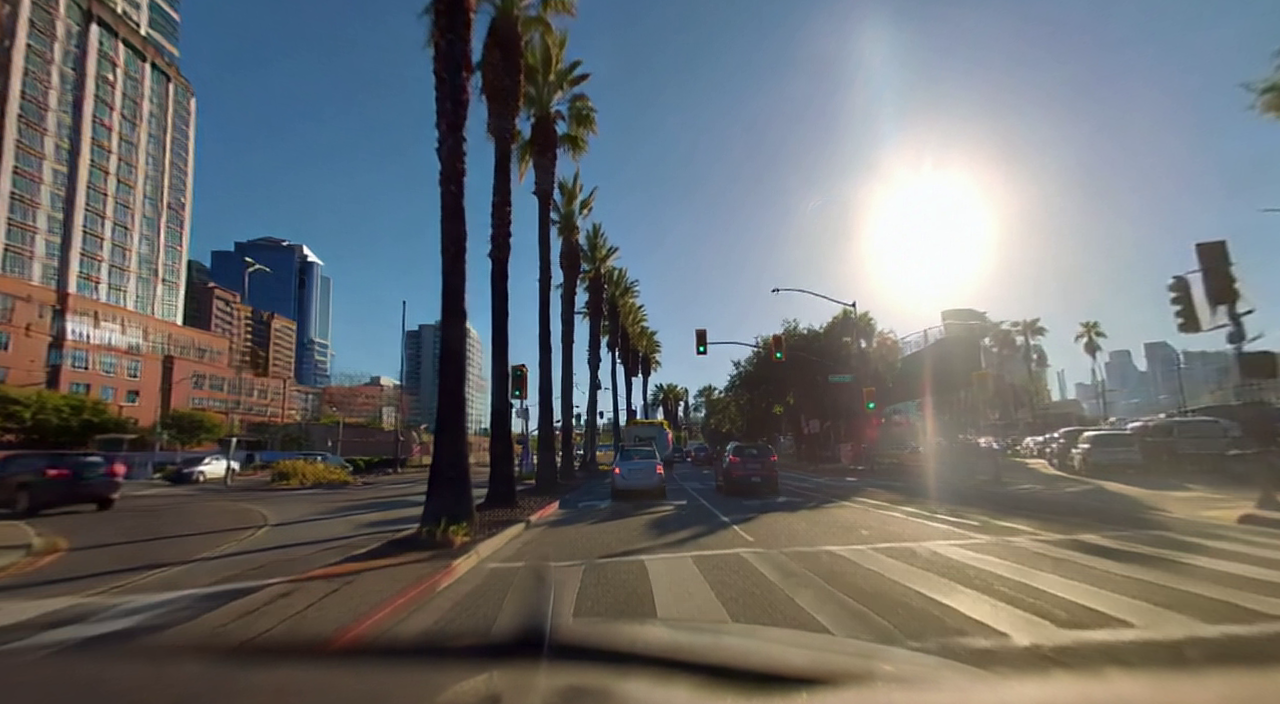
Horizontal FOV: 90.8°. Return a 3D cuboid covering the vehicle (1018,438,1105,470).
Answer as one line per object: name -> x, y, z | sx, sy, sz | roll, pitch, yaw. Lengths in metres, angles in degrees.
vehicle -> 21.427, 5.207, 32.354 | 1.852, 1.455, 4.673 | -2, -9, 9

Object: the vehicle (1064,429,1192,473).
vehicle -> 20.384, 4.169, 26.709 | 1.959, 1.674, 4.706 | -1, -9, 6

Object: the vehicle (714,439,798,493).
vehicle -> 3.462, 3.474, 19.512 | 1.909, 1.500, 3.524 | 0, -9, 0

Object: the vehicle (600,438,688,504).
vehicle -> 0.128, 3.053, 16.539 | 2.048, 1.503, 3.681 | 0, -9, 1

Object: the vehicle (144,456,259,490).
vehicle -> -21.675, 5.982, 31.497 | 1.844, 1.478, 4.618 | -2, -9, 12

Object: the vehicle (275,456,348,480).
vehicle -> -22.213, 7.867, 42.960 | 1.809, 1.472, 4.601 | -2, -9, 13

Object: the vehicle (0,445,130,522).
vehicle -> -14.155, 2.825, 13.866 | 4.435, 1.501, 1.977 | -2, -9, 8
